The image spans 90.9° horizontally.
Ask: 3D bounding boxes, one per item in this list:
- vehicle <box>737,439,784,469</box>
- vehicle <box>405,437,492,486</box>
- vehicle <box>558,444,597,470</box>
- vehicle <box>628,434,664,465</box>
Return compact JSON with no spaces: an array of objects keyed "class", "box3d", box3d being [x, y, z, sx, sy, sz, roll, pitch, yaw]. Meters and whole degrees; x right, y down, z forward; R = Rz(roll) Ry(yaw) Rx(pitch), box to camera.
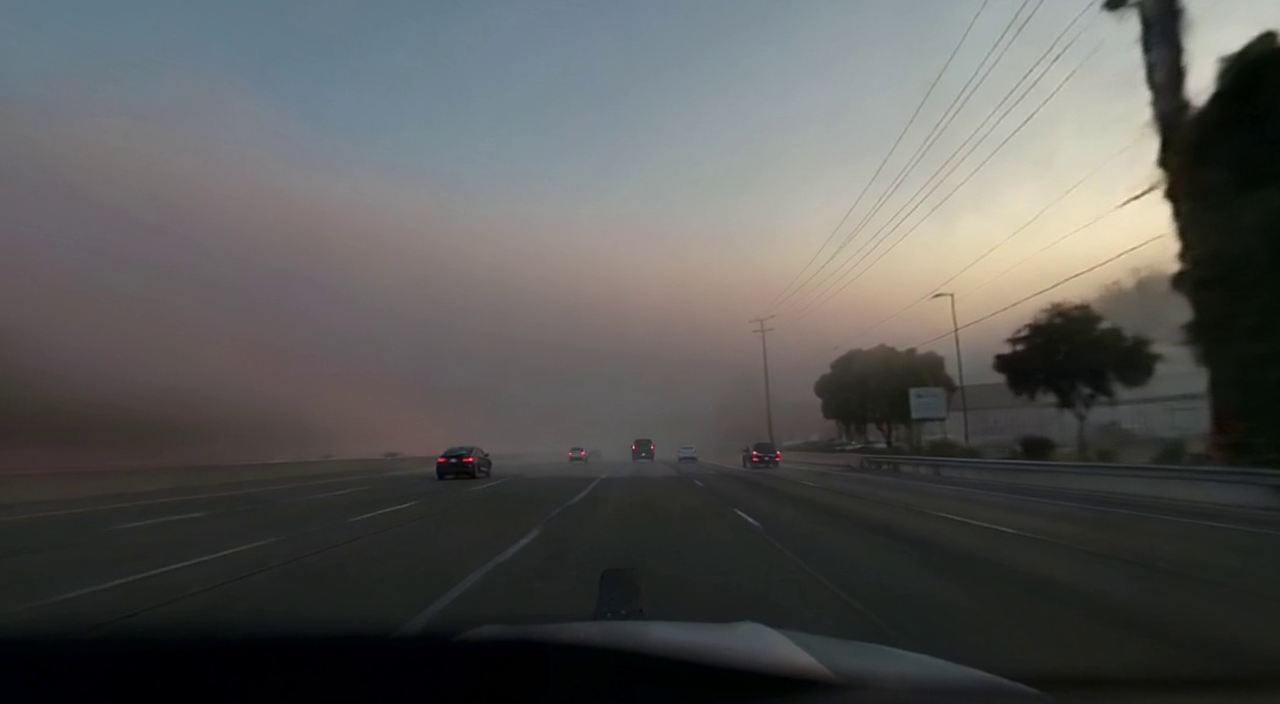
[{"class":"vehicle","box3d":[7.243,6.148,38.259,1.937,1.698,4.322,0,-8,-1]},{"class":"vehicle","box3d":[-7.386,4.261,24.831,2.007,1.732,4.395,0,-9,0]},{"class":"vehicle","box3d":[-3.854,6.524,39.360,1.979,1.469,4.378,0,-9,0]},{"class":"vehicle","box3d":[0.376,7.364,47.729,2.622,2.208,5.320,0,-8,-1]}]
